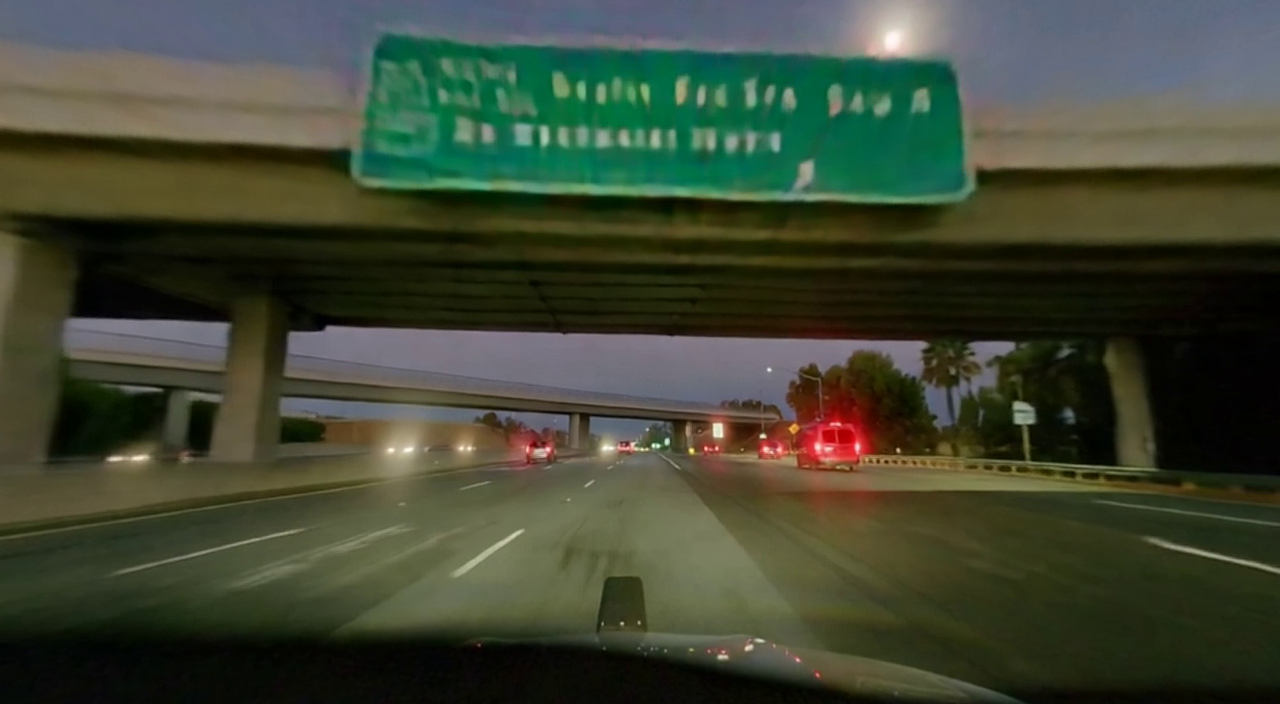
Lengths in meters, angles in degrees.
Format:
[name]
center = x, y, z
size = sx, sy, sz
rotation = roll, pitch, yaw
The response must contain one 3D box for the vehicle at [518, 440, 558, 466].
[vehicle]
center = -6.850, 6.811, 42.557
size = 1.935, 1.633, 3.955
rotation = 0, -8, 1
